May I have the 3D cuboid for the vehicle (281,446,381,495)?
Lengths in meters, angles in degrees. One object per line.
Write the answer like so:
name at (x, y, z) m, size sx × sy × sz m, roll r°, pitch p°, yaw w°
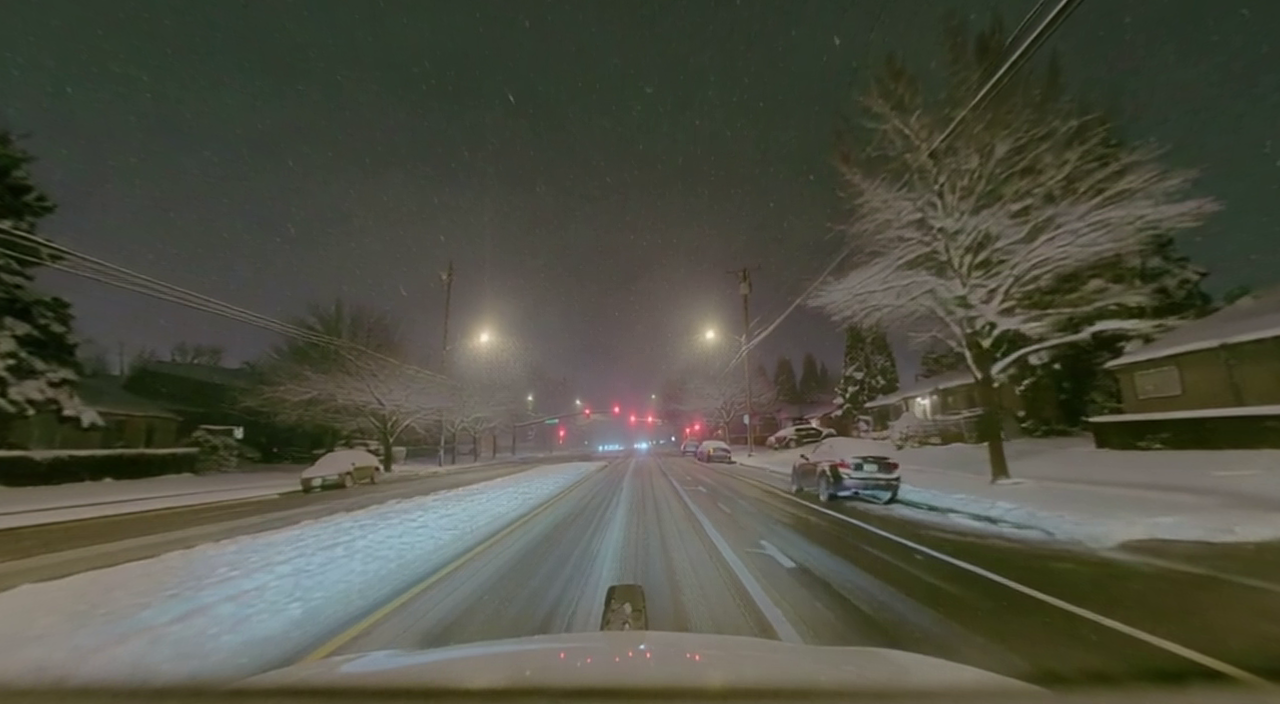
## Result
vehicle at (-12.087, 4.609, 25.004) m, size 2.000 × 1.523 × 4.226 m, roll -2°, pitch -6°, yaw -2°

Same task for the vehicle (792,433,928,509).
vehicle at (4.962, 2.702, 14.812) m, size 1.803 × 1.517 × 3.738 m, roll 0°, pitch -8°, yaw -1°

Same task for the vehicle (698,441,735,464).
vehicle at (5.042, 6.689, 42.097) m, size 1.881 × 1.435 × 4.525 m, roll 0°, pitch -8°, yaw -1°
